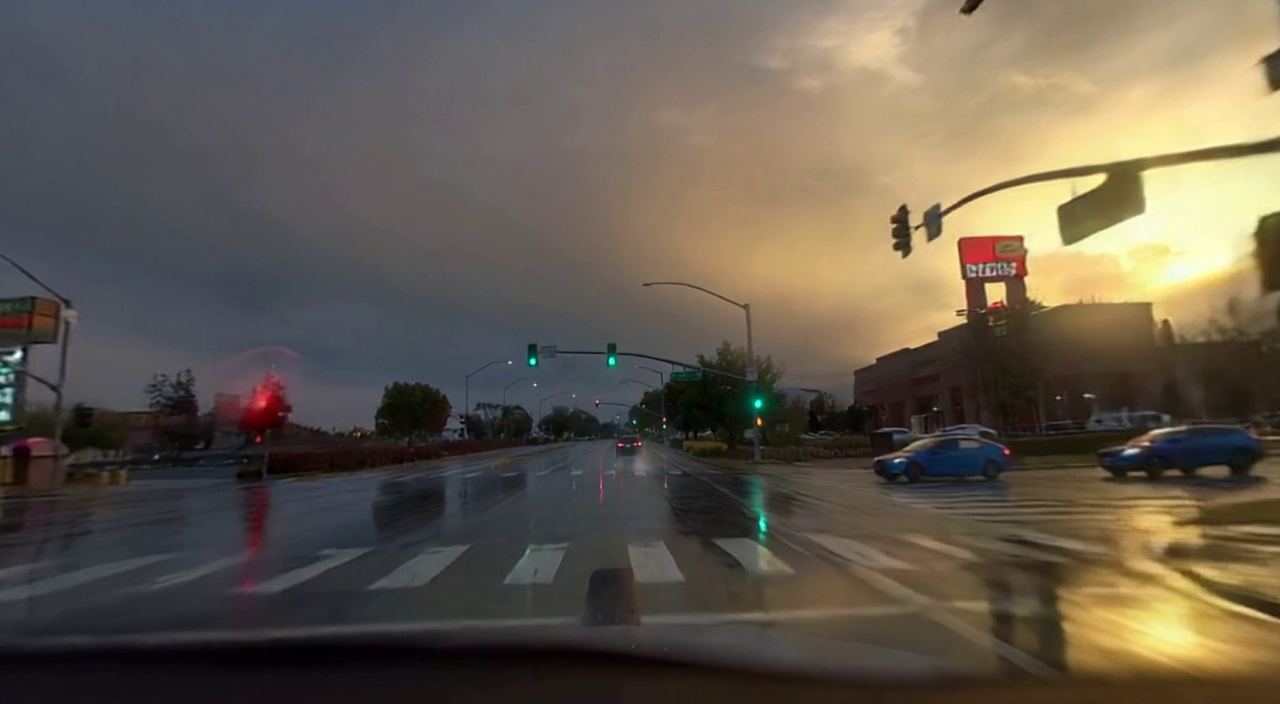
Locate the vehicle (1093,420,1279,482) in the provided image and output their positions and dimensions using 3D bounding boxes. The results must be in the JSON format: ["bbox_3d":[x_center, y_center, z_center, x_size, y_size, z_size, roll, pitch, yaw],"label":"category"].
[{"bbox_3d":[16.389,2.869,18.446,4.710,1.588,2.053,-1,-9,-3],"label":"vehicle"}]

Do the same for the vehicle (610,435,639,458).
[{"bbox_3d":[-1.119,6.992,46.723,2.024,1.628,4.774,0,-9,-1],"label":"vehicle"}]

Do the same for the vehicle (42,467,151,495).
[{"bbox_3d":[-33.660,8.023,39.248,4.708,1.575,2.020,0,-11,-5],"label":"vehicle"}]

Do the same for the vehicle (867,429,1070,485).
[{"bbox_3d":[9.425,3.041,18.402,4.794,1.511,1.992,0,-9,-3],"label":"vehicle"}]
